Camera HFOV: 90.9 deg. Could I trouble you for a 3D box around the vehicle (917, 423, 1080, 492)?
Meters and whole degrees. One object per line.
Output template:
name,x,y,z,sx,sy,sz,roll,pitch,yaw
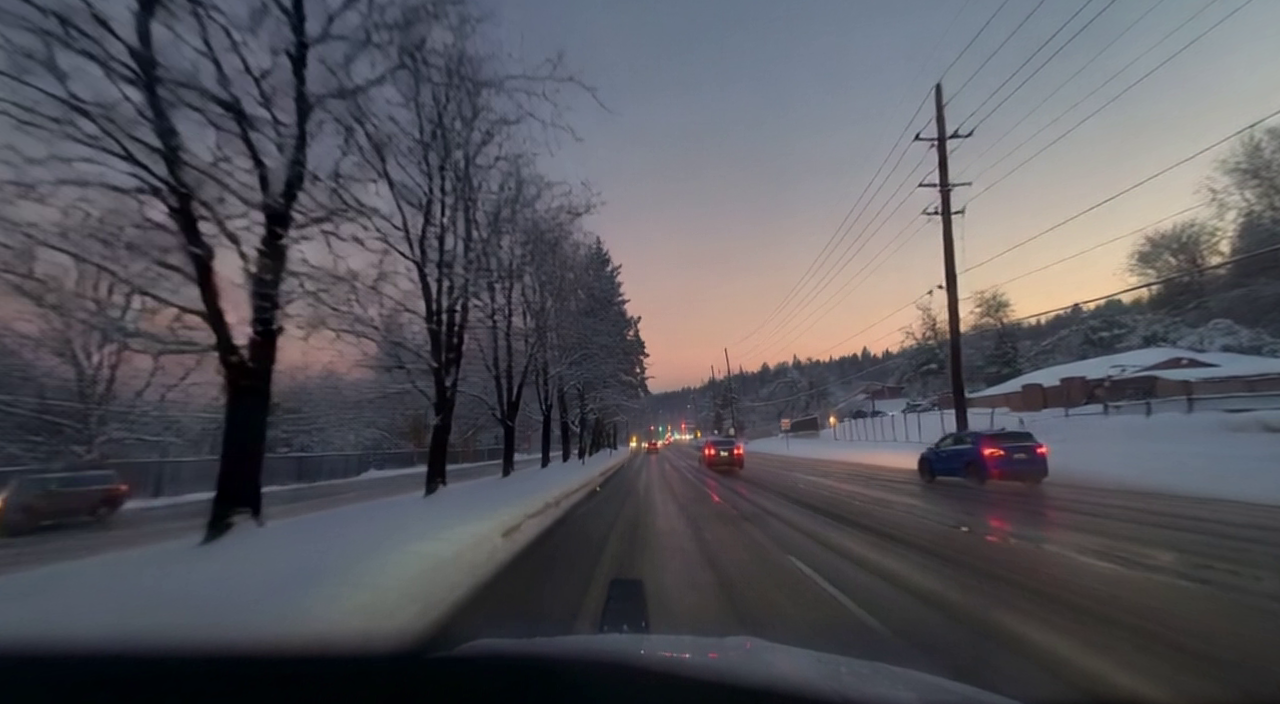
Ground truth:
vehicle,9.890,2.934,17.894,1.978,1.700,4.461,0,-8,0

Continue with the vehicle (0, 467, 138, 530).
vehicle,-17.775,4.248,18.716,1.952,1.468,4.487,0,-8,1

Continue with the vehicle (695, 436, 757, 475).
vehicle,3.554,4.364,26.799,2.063,1.481,4.247,0,-8,0
